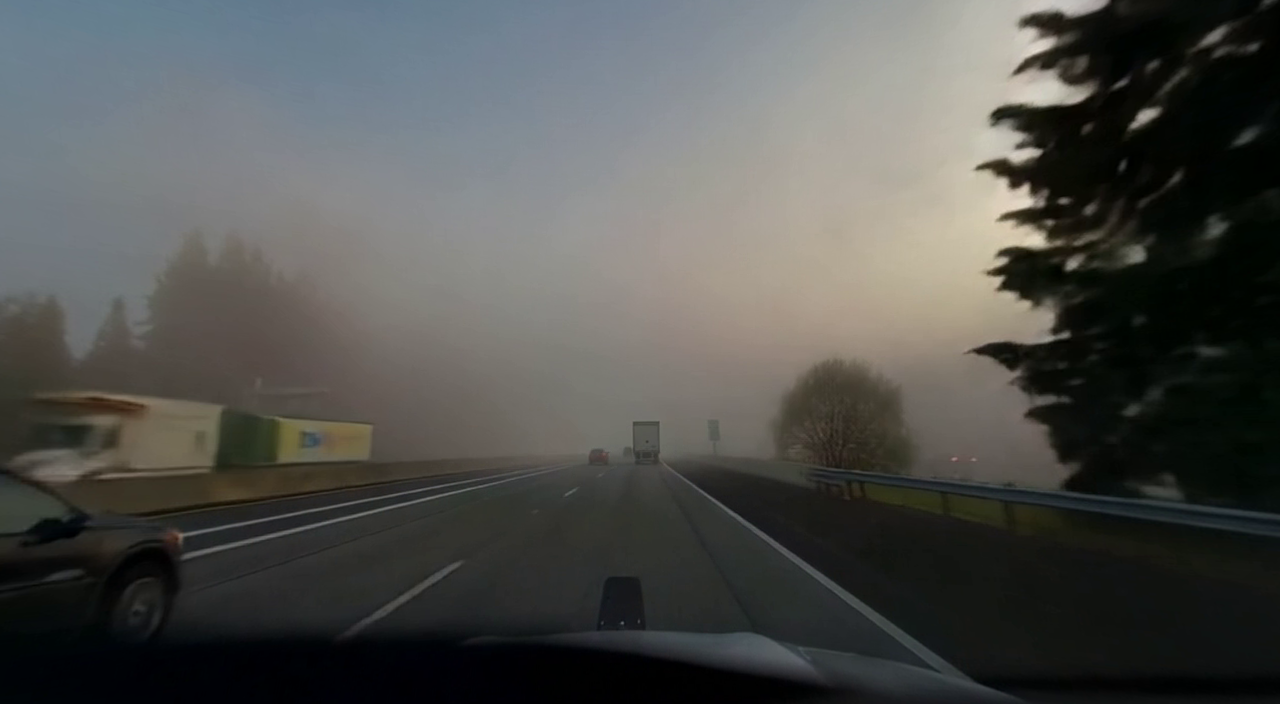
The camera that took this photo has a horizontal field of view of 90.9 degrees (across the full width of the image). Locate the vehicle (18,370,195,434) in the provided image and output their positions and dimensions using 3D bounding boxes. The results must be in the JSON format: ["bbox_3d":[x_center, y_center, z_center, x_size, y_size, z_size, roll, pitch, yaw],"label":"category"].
[{"bbox_3d":[-17.344,1.774,20.882,1.866,1.761,4.683,-2,-8,-1],"label":"vehicle"}]

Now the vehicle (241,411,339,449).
[{"bbox_3d":[-17.206,3.919,31.280,2.111,1.716,4.697,-1,-8,1],"label":"vehicle"}]

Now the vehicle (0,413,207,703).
[{"bbox_3d":[-4.171,0.965,2.537,1.945,1.488,4.043,0,-9,0],"label":"vehicle"}]
